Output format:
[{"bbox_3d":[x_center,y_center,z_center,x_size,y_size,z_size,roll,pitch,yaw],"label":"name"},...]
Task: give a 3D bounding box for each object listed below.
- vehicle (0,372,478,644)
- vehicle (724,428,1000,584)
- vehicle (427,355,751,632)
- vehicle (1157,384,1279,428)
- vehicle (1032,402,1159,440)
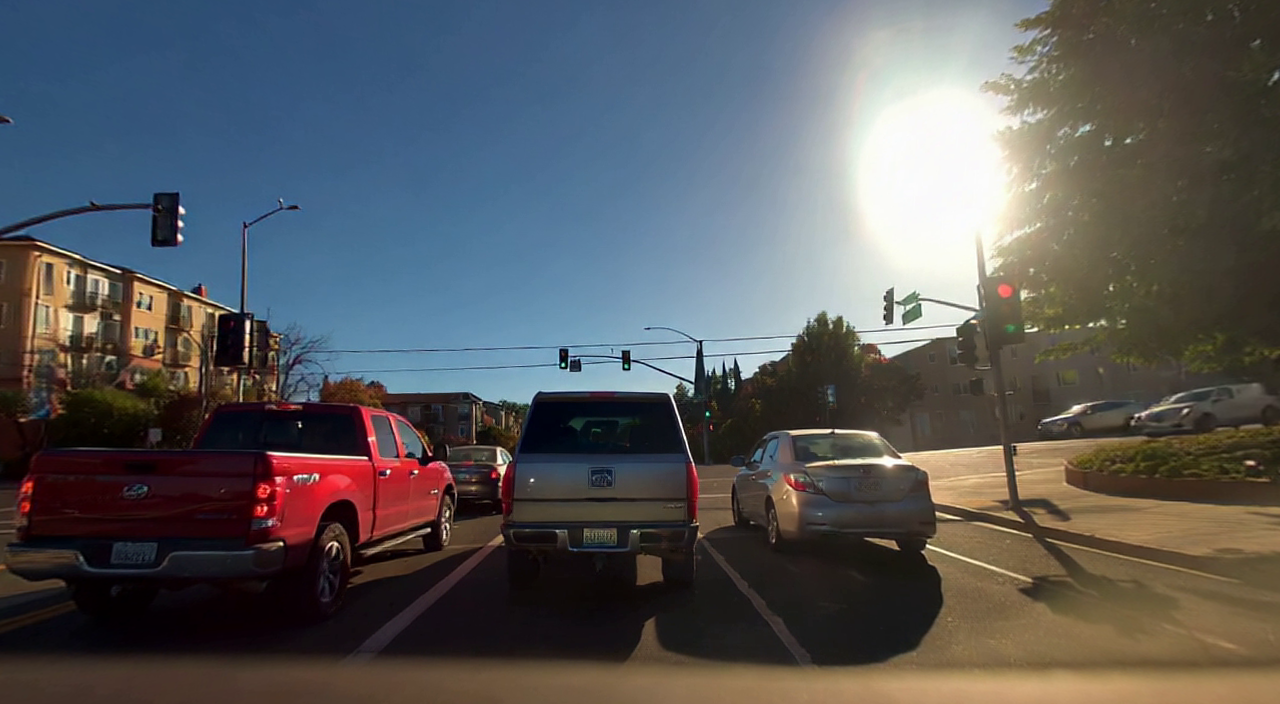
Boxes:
[{"bbox_3d":[-3.462,1.433,6.932,2.146,1.828,5.148,0,-9,-2],"label":"vehicle"},{"bbox_3d":[2.432,1.816,8.314,2.016,1.481,4.336,0,-9,0],"label":"vehicle"},{"bbox_3d":[-0.396,1.324,6.783,2.282,1.964,4.421,0,-9,-1],"label":"vehicle"},{"bbox_3d":[27.979,2.575,29.660,5.302,1.894,2.200,0,-9,1],"label":"vehicle"},{"bbox_3d":[23.279,3.591,32.476,4.721,1.866,2.188,0,-9,2],"label":"vehicle"}]
